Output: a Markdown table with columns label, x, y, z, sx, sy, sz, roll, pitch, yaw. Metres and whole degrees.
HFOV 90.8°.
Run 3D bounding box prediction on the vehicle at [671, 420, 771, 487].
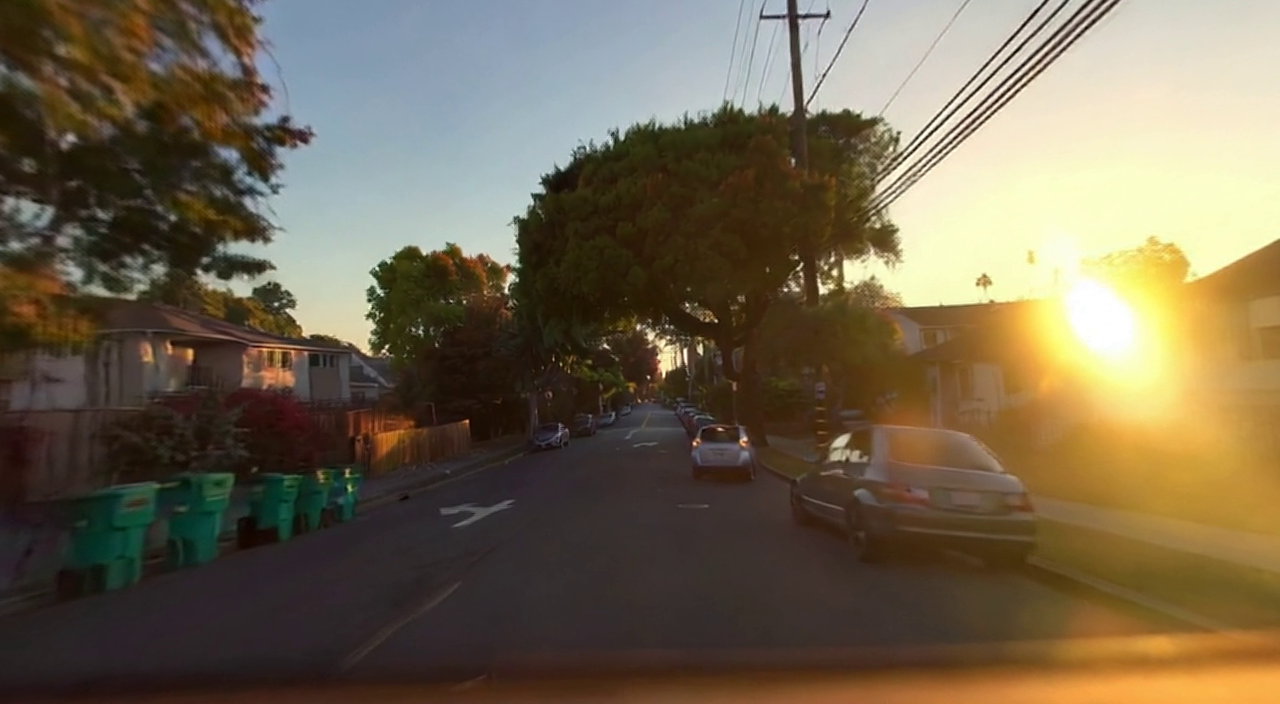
| label | x | y | z | sx | sy | sz | roll | pitch | yaw |
| --- | --- | --- | --- | --- | --- | --- | --- | --- | --- |
| vehicle | 2.333 | 2.653 | 16.882 | 2.235 | 1.500 | 4.496 | 0 | -8 | 13 |

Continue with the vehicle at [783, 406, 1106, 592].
| label | x | y | z | sx | sy | sz | roll | pitch | yaw |
| --- | --- | --- | --- | --- | --- | --- | --- | --- | --- |
| vehicle | 3.313 | 1.670 | 8.112 | 1.909 | 1.694 | 4.472 | 0 | -8 | 0 |
